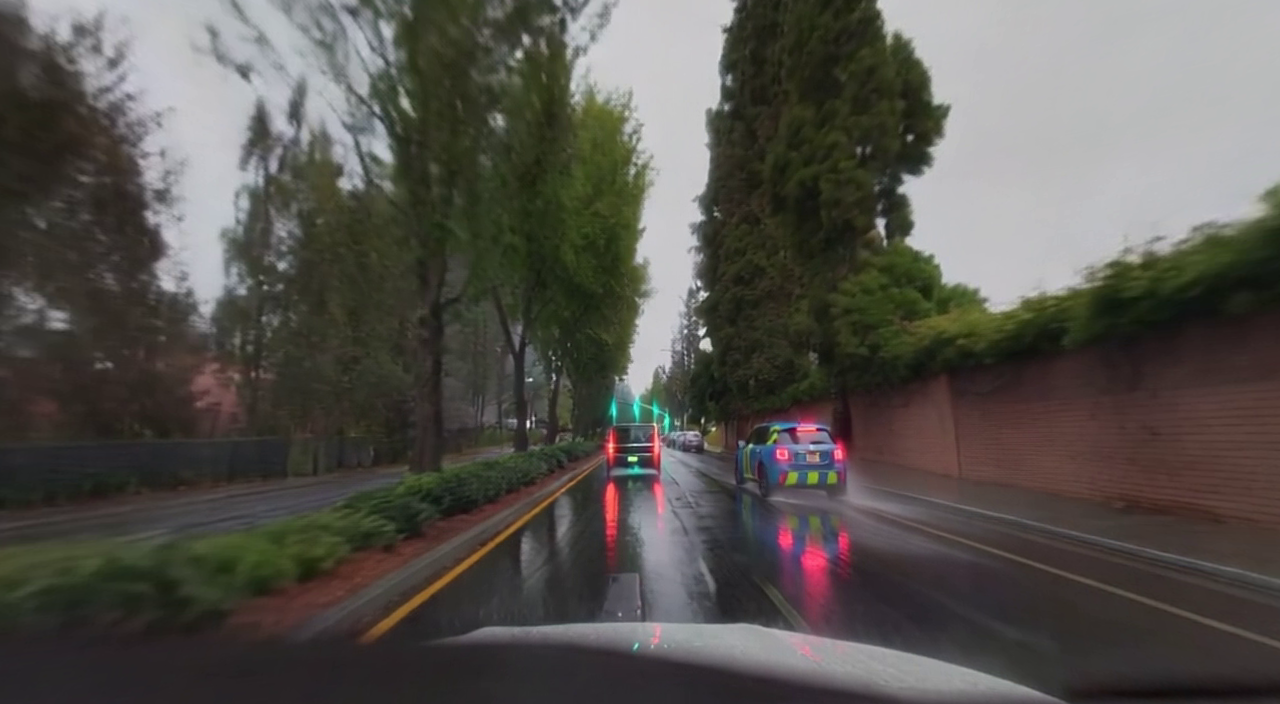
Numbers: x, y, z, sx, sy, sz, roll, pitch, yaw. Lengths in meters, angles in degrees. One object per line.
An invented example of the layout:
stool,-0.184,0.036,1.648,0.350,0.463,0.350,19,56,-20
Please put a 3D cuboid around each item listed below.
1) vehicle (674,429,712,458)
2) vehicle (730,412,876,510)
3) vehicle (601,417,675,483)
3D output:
vehicle,3.164,5.552,38.196,1.863,1.610,3.726,0,-8,-1
vehicle,3.172,2.233,13.209,1.840,1.709,4.202,0,-8,-1
vehicle,-0.083,2.884,18.677,1.984,1.777,3.148,0,-8,-1
